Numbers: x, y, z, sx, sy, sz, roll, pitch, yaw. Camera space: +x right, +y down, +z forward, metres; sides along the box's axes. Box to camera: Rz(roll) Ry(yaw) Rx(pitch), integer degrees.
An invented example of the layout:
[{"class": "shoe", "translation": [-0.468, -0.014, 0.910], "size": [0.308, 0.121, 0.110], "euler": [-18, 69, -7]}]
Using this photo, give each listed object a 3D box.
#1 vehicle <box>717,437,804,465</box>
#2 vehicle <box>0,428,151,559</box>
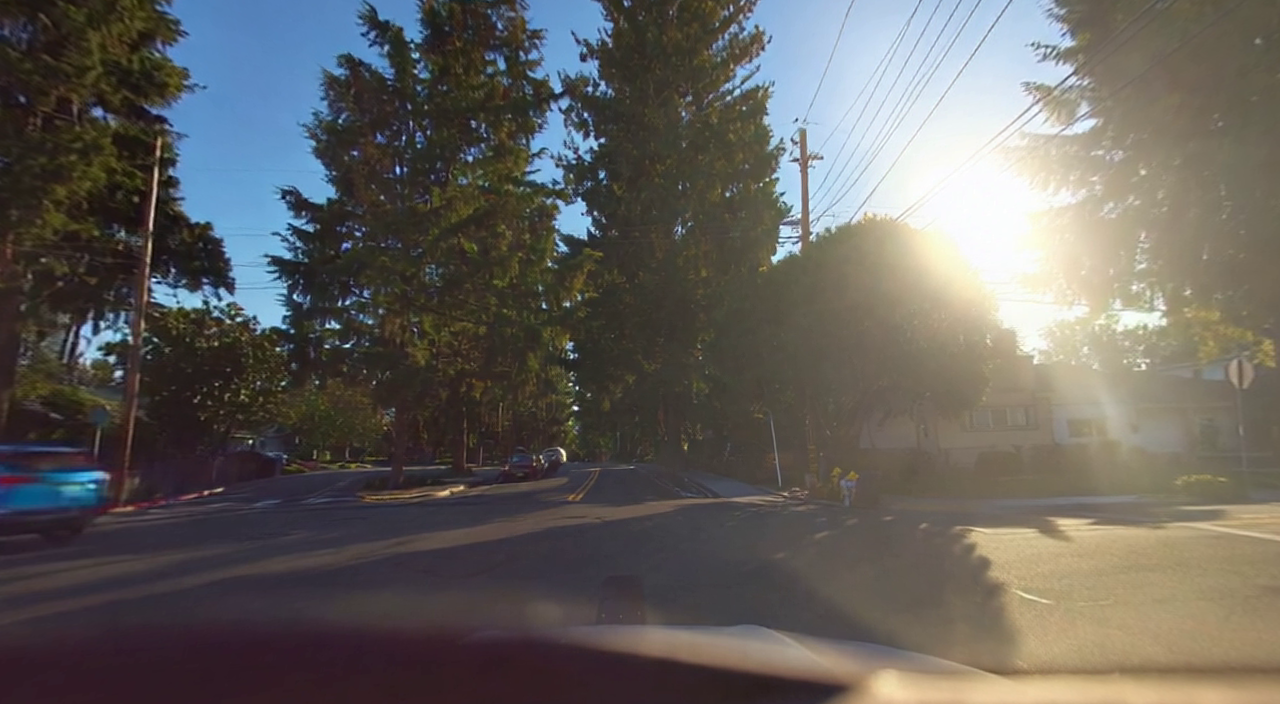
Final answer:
[{"class": "vehicle", "translation": [7.298, 6.009, 38.551], "size": [4.784, 1.647, 1.947], "euler": [1, -8, -5]}, {"class": "vehicle", "translation": [-11.165, 2.176, 10.073], "size": [4.809, 1.834, 2.181], "euler": [0, -8, -2]}]
